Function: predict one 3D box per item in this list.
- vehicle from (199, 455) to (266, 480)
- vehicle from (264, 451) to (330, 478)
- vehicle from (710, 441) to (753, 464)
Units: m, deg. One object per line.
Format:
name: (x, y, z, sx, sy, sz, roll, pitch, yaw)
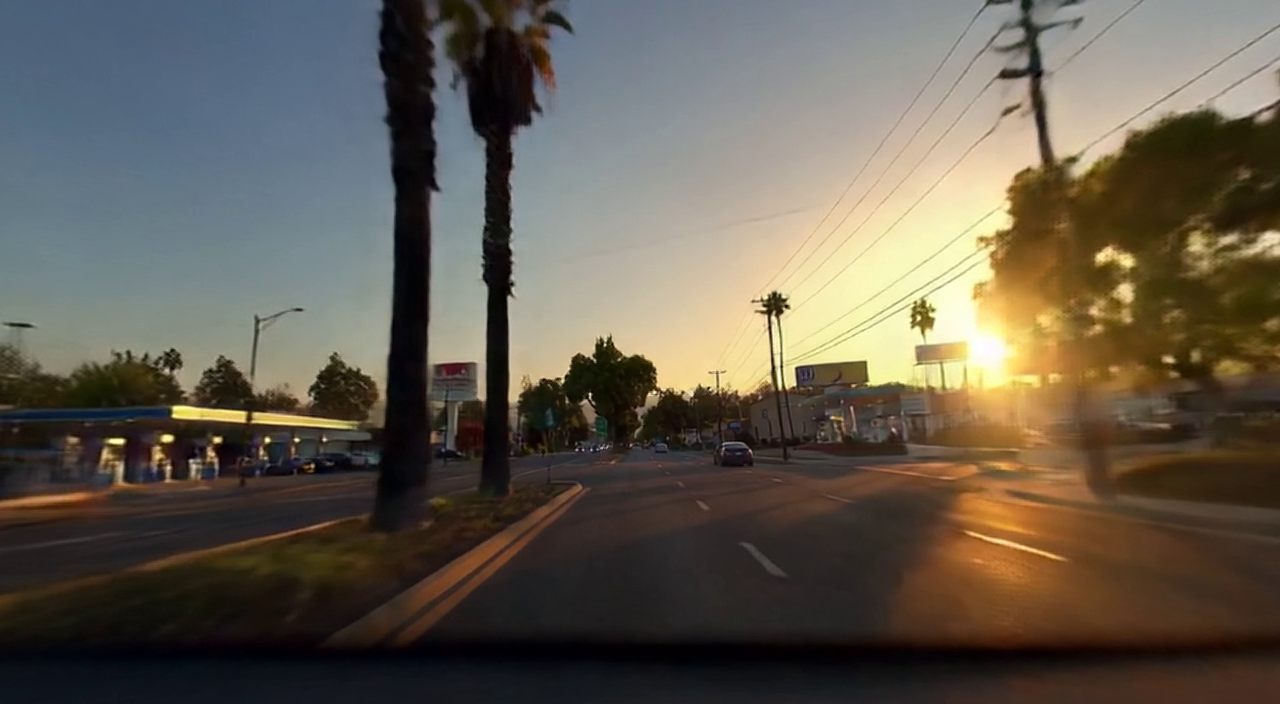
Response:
vehicle: (-30.766, 8.700, 47.877, 1.993, 1.737, 4.539, 0, -9, 0)
vehicle: (-25.735, 8.408, 47.607, 2.056, 1.890, 5.063, 0, -9, 1)
vehicle: (6.298, 6.979, 43.973, 2.261, 1.479, 4.403, 0, -9, -2)
